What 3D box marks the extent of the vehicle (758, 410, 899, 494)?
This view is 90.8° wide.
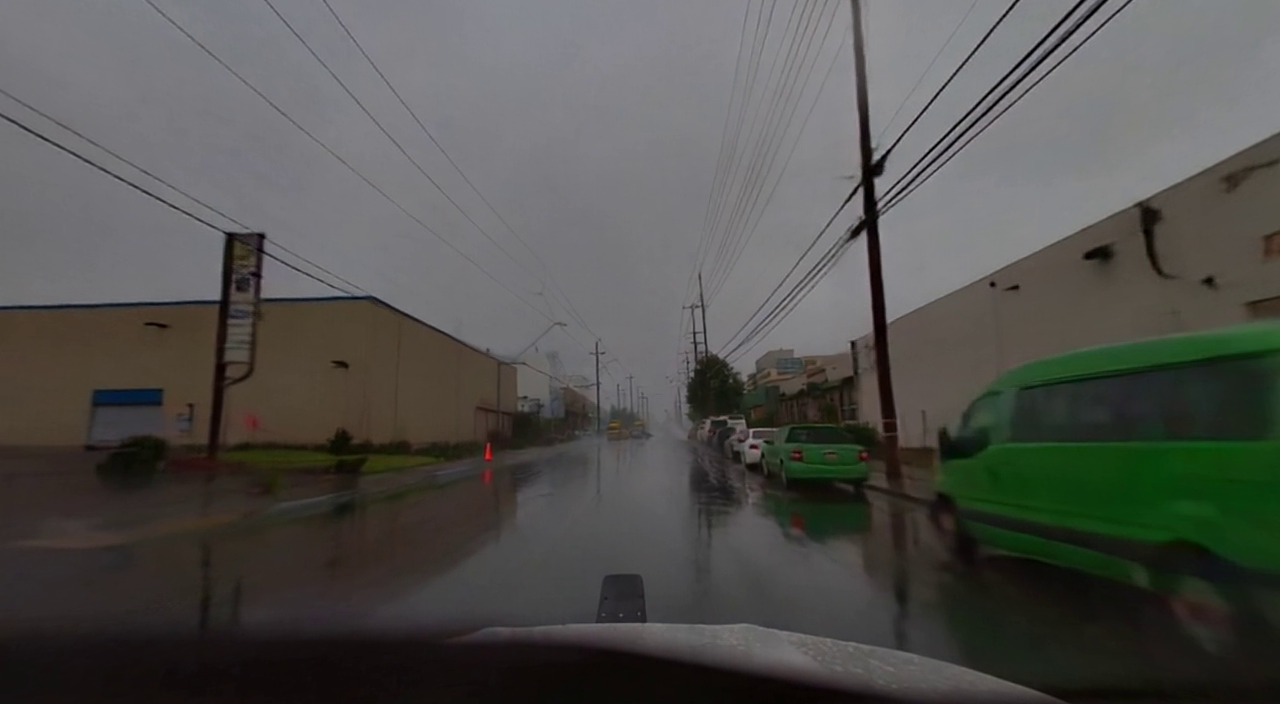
[{"bbox_3d":[4.531,2.526,16.241,2.009,1.776,5.440,0,-8,1],"label":"vehicle"}]

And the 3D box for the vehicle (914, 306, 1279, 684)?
[{"bbox_3d":[4.394,1.012,5.111,2.010,1.985,5.124,0,-8,0],"label":"vehicle"}]

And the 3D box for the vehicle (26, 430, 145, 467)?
[{"bbox_3d":[-23.299,4.056,26.594,3.663,1.470,1.654,-2,-8,8],"label":"vehicle"}]
